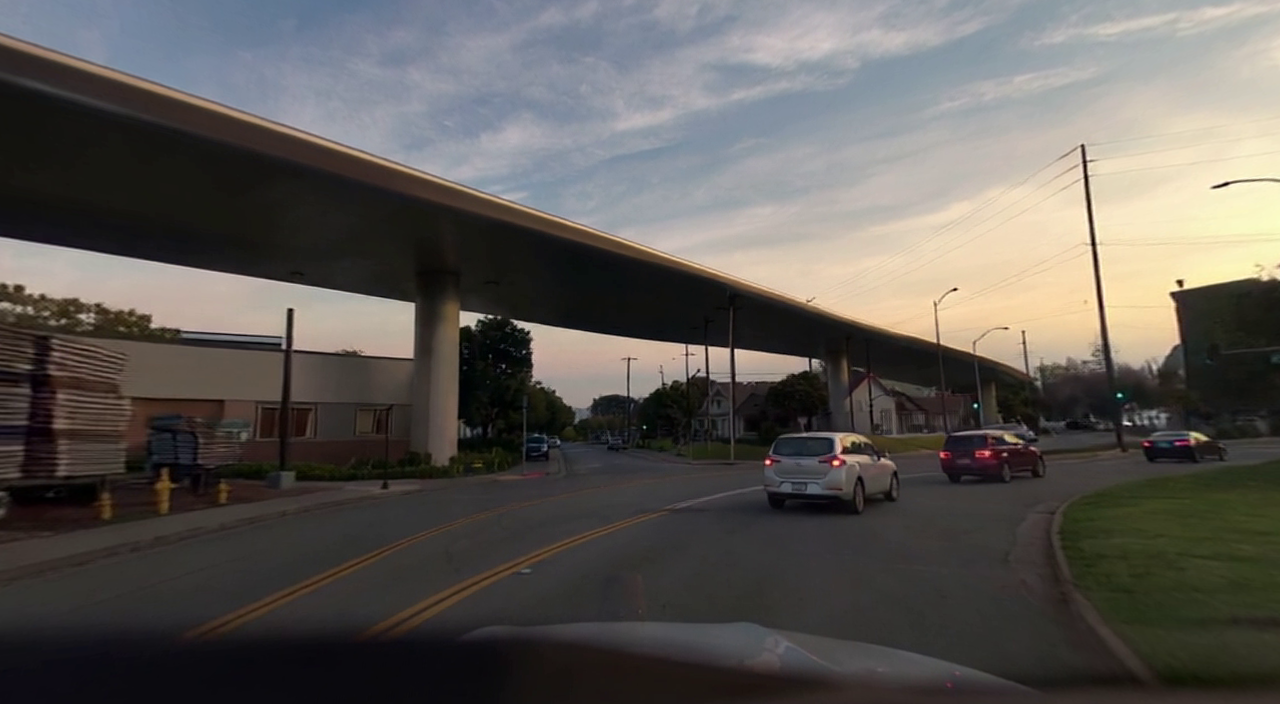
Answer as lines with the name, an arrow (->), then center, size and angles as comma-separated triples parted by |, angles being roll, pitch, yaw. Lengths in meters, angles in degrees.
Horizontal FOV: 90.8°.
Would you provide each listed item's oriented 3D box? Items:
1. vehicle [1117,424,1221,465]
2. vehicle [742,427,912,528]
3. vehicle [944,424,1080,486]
vehicle -> 24.974, 4.368, 29.799 | 4.310, 1.762, 1.995 | 4, -9, -25
vehicle -> 3.889, 2.359, 12.543 | 2.087, 1.578, 4.652 | -5, -10, 30
vehicle -> 12.962, 3.545, 21.931 | 4.771, 1.885, 2.241 | 6, -11, -36
